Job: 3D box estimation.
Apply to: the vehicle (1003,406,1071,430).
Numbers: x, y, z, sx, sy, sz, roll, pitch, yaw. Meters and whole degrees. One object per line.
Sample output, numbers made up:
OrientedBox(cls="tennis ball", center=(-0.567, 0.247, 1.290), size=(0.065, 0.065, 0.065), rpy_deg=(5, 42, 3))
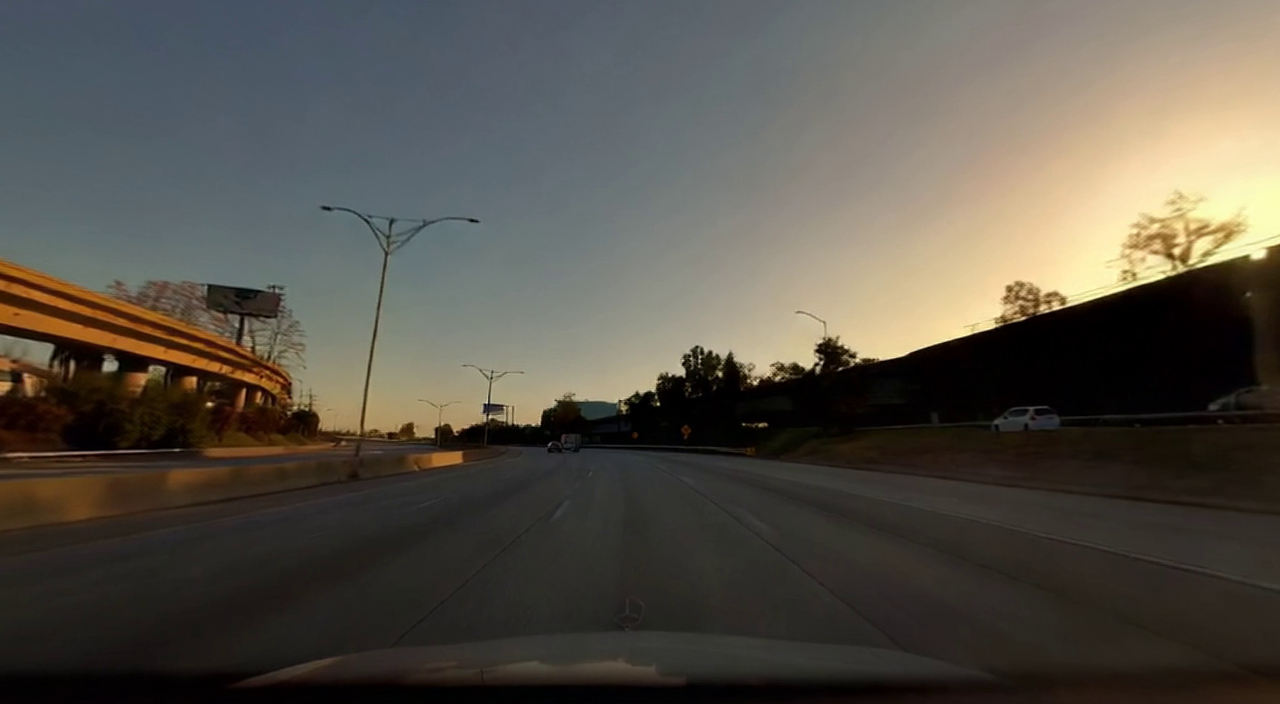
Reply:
OrientedBox(cls="vehicle", center=(27.112, 4.567, 43.204), size=(1.944, 1.461, 3.689), rpy_deg=(1, -8, -6))
